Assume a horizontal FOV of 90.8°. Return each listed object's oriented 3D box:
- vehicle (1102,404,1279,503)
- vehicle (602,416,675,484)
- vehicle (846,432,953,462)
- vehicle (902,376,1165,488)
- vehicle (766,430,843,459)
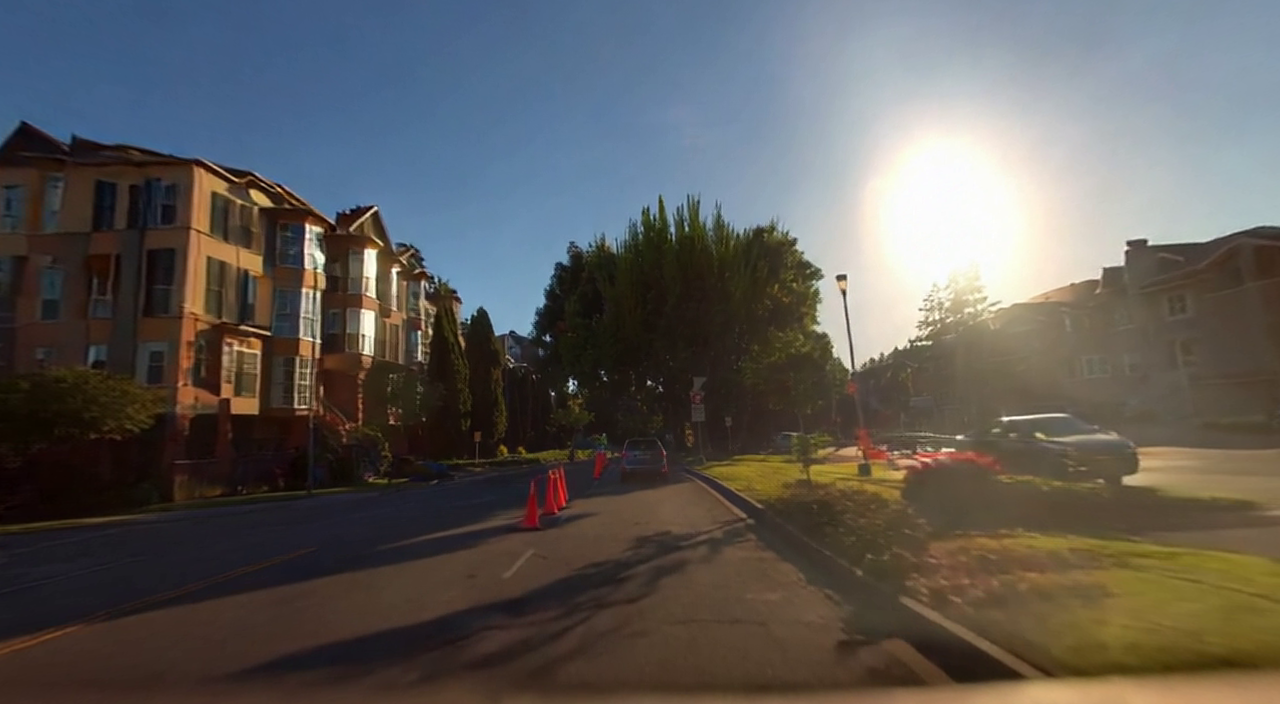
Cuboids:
[{"bbox_3d":[10.582,1.888,11.415,1.698,1.548,2.969,2,-13,-20],"label":"vehicle"},{"bbox_3d":[-0.111,3.315,21.470,2.169,2.015,5.206,0,-9,-1],"label":"vehicle"},{"bbox_3d":[13.014,4.803,31.936,4.567,1.448,1.890,-1,-8,7],"label":"vehicle"},{"bbox_3d":[9.582,2.236,16.534,2.253,2.306,6.753,-1,-10,-2],"label":"vehicle"},{"bbox_3d":[9.497,5.371,36.593,3.835,1.584,1.893,1,-8,-8],"label":"vehicle"}]
